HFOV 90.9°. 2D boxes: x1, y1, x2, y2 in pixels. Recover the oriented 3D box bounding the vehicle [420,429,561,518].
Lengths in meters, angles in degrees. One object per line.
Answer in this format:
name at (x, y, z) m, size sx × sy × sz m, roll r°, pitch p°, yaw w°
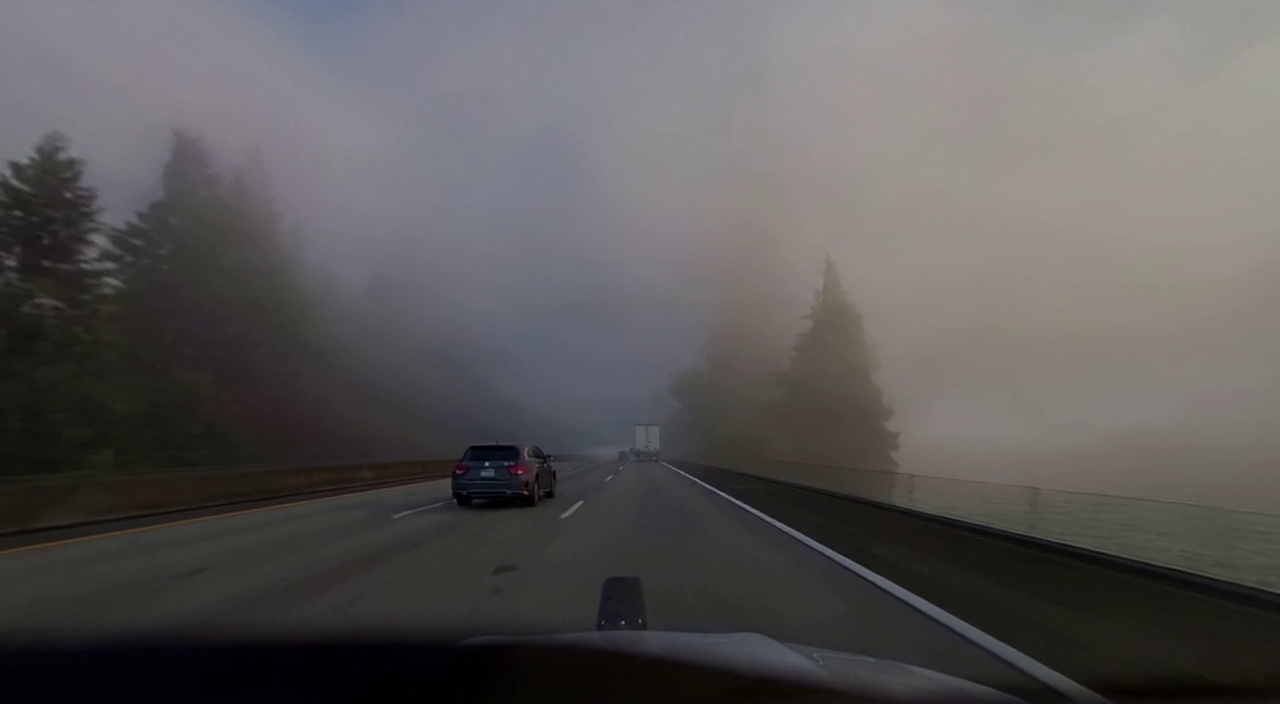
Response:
vehicle at (-3.137, 2.675, 14.351) m, size 2.017 × 1.680 × 4.636 m, roll 0°, pitch -9°, yaw 0°
